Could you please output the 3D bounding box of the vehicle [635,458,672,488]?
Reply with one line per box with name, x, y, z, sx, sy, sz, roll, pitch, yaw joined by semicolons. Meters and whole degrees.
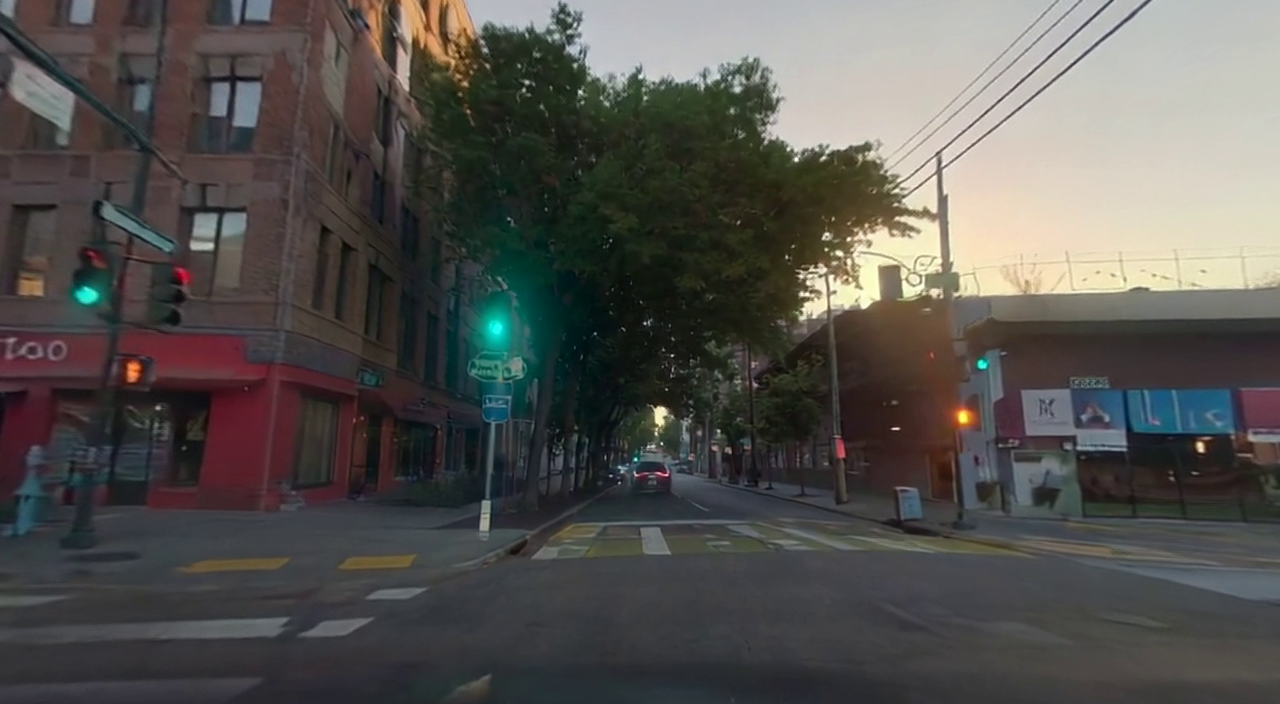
vehicle;0.770;7.081;37.113;2.079;1.621;3.861;0;-9;0
